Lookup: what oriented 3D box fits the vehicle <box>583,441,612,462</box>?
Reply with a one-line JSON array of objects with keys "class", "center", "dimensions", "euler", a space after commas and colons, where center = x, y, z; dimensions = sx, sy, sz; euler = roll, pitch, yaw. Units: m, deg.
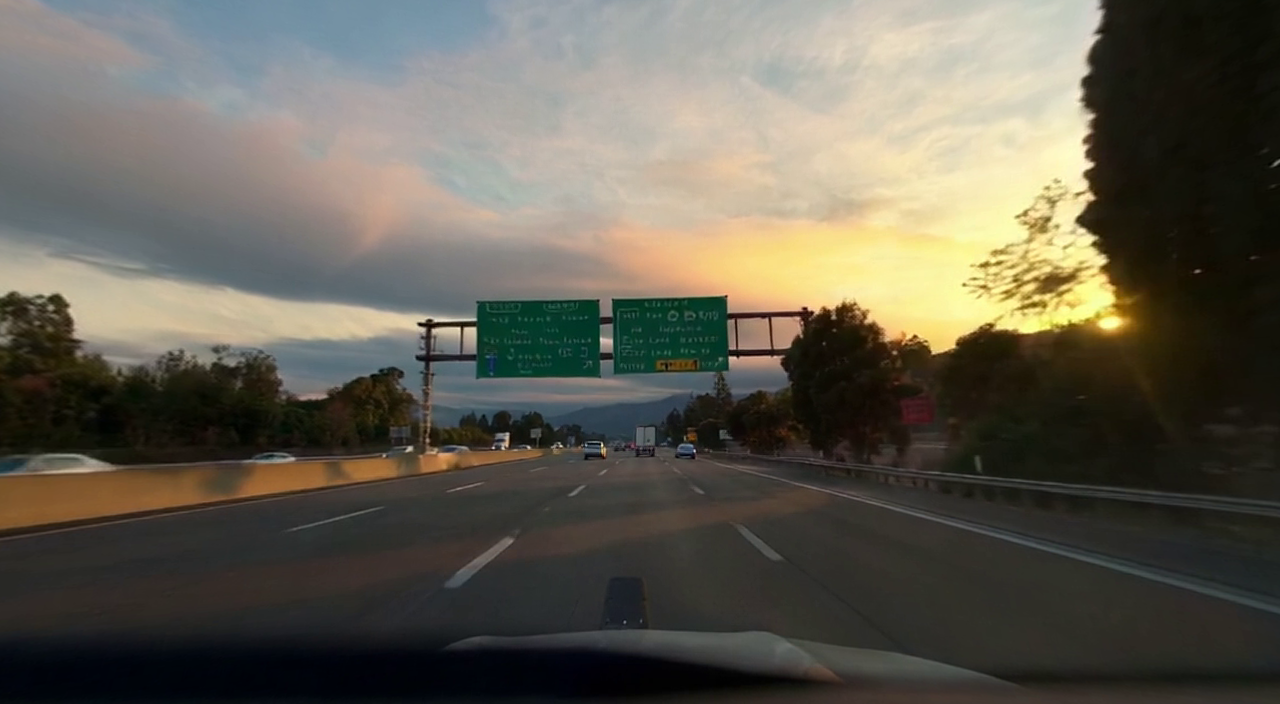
[{"class": "vehicle", "center": [-3.207, 7.625, 48.234], "dimensions": [1.996, 1.521, 3.912], "euler": [0, -8, 0]}]
